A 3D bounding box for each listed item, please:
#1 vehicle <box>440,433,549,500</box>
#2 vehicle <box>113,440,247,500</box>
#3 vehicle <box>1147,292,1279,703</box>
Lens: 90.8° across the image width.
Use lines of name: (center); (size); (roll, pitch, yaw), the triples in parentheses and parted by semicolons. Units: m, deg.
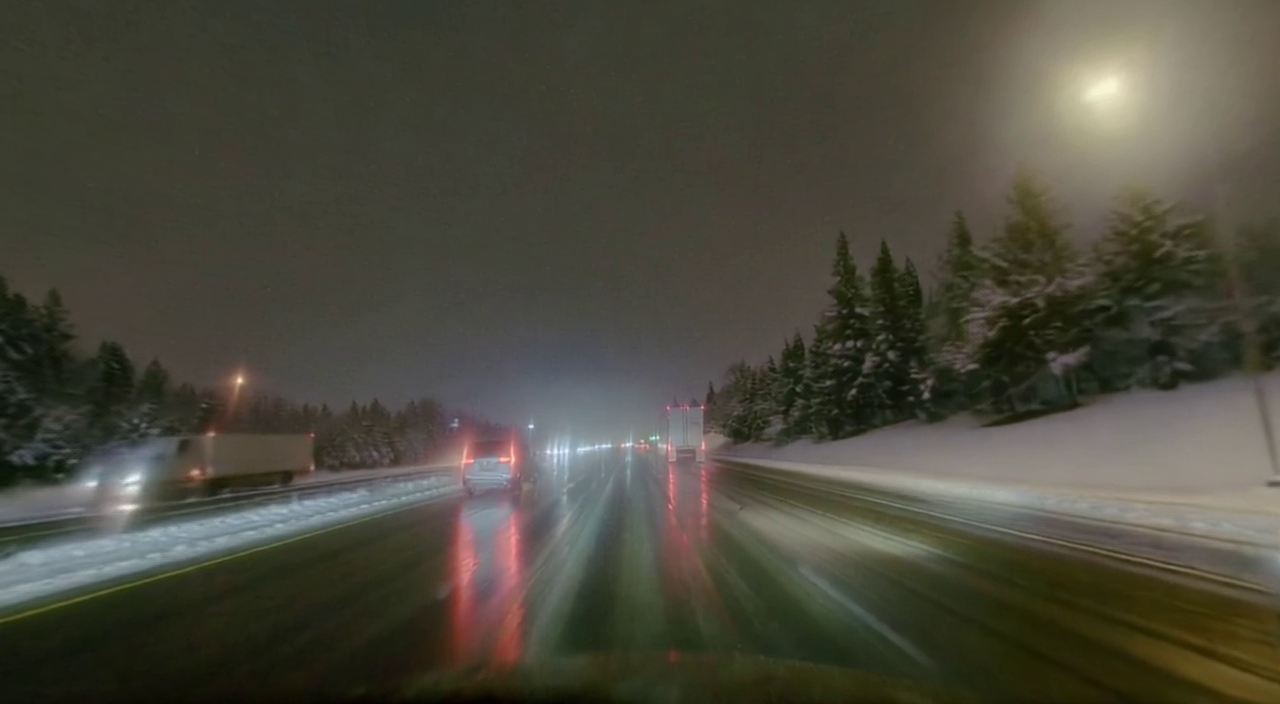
vehicle: (-3.873, 3.114, 17.696); (1.903, 1.607, 4.770); (0, -8, 0)
vehicle: (-33.034, 8.419, 46.025); (2.948, 3.897, 8.777); (0, -8, 0)
vehicle: (3.382, 0.413, 0.563); (2.065, 1.760, 4.488); (0, -8, 0)
